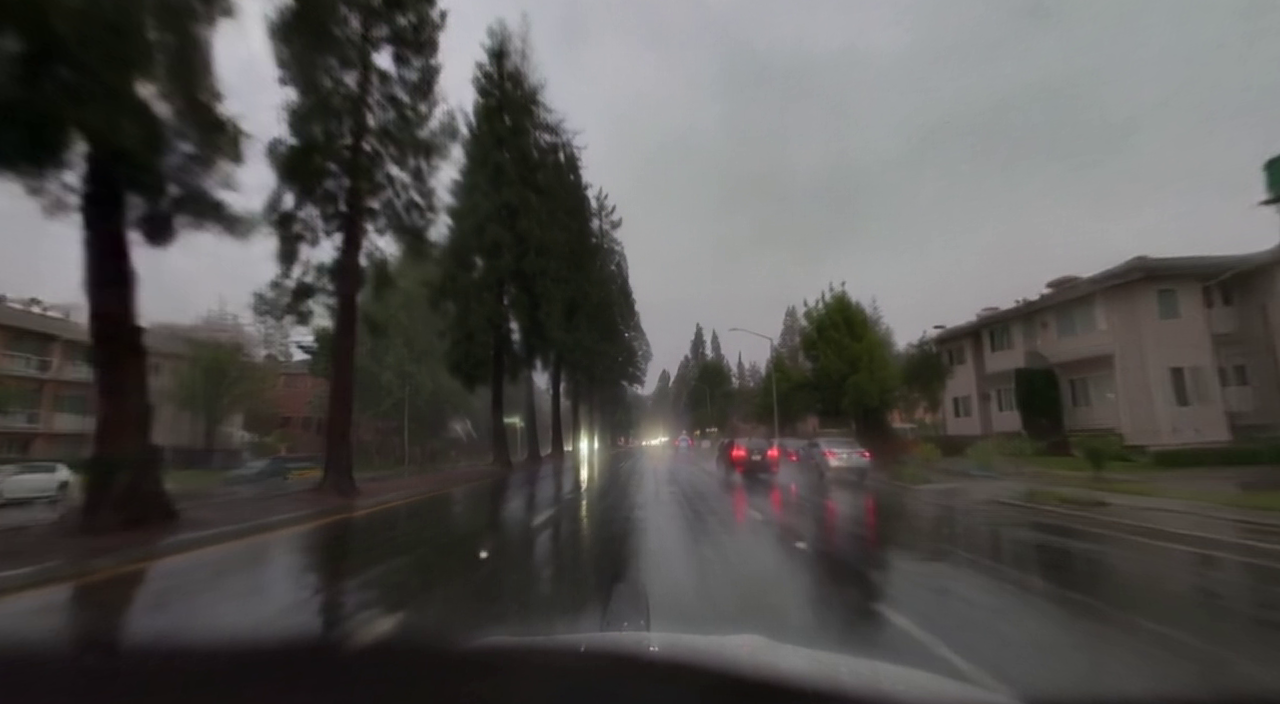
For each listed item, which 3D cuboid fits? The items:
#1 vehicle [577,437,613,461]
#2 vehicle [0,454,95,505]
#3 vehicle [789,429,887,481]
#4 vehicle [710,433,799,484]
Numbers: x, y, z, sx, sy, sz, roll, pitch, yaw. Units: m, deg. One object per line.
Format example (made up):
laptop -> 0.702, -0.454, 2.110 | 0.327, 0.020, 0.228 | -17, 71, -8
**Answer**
vehicle -> -3.000, 6.604, 42.924 | 2.049, 1.485, 4.656 | 0, -8, 1
vehicle -> -22.603, 4.527, 22.509 | 1.883, 1.671, 4.779 | 0, -8, 1
vehicle -> 7.210, 3.801, 23.558 | 2.121, 1.727, 4.789 | 0, -8, 0
vehicle -> 3.679, 3.531, 21.153 | 2.128, 1.502, 4.572 | 0, -8, 0
